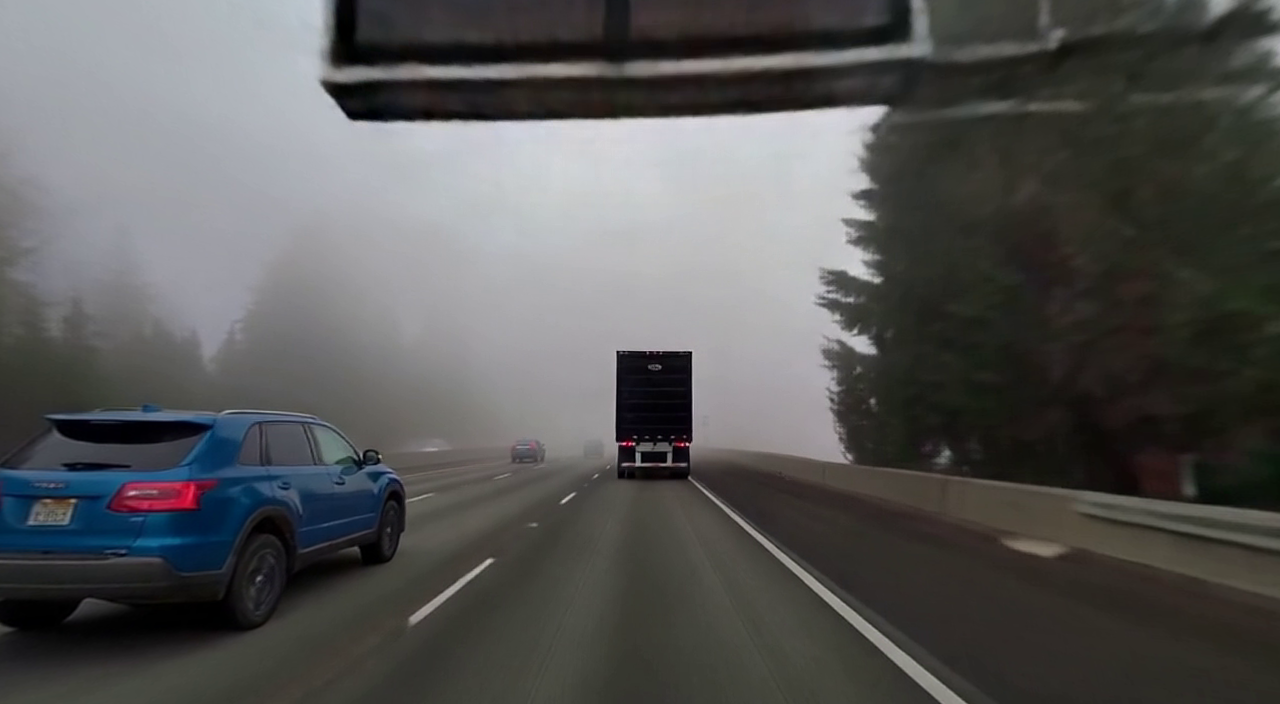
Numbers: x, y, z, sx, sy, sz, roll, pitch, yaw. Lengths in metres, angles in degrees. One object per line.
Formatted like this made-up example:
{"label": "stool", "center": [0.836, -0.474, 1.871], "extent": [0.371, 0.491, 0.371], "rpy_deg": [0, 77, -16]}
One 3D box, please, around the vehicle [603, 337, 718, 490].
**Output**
{"label": "vehicle", "center": [0.492, 2.305, 21.206], "extent": [2.870, 3.841, 10.653], "rpy_deg": [0, -8, 0]}

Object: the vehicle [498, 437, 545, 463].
{"label": "vehicle", "center": [-6.991, 5.846, 37.619], "extent": [1.882, 1.451, 4.416], "rpy_deg": [0, -8, 1]}

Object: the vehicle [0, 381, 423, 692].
{"label": "vehicle", "center": [-3.760, 1.309, 5.610], "extent": [2.077, 1.671, 4.249], "rpy_deg": [0, -8, 1]}
